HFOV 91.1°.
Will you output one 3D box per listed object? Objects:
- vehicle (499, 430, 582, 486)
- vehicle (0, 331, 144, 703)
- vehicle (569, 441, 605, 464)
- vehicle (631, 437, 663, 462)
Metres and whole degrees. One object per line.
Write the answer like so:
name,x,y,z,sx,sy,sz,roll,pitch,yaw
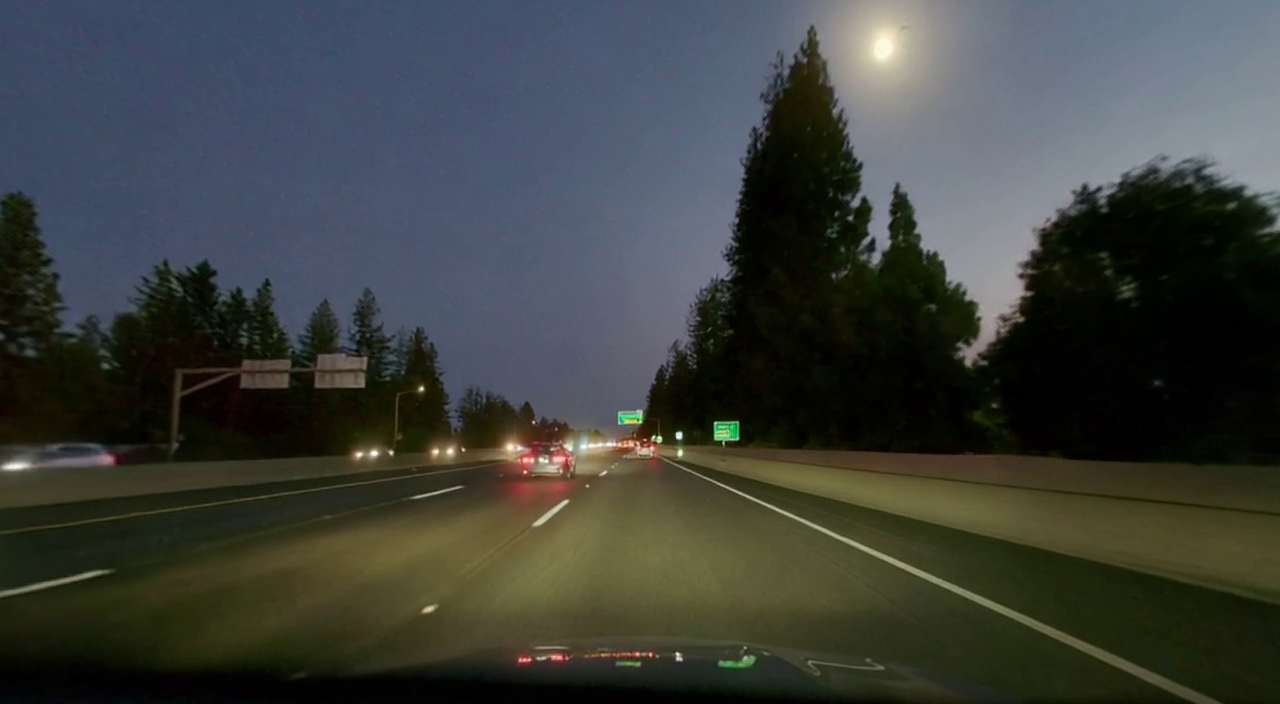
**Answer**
vehicle,-3.218,3.530,21.234,2.056,1.679,4.204,0,-8,1
vehicle,-3.517,0.477,0.493,2.040,1.672,5.122,0,-8,0
vehicle,-3.502,6.714,41.991,2.055,1.431,3.921,0,-8,1
vehicle,0.526,7.234,46.715,2.285,1.797,4.478,0,-8,0
